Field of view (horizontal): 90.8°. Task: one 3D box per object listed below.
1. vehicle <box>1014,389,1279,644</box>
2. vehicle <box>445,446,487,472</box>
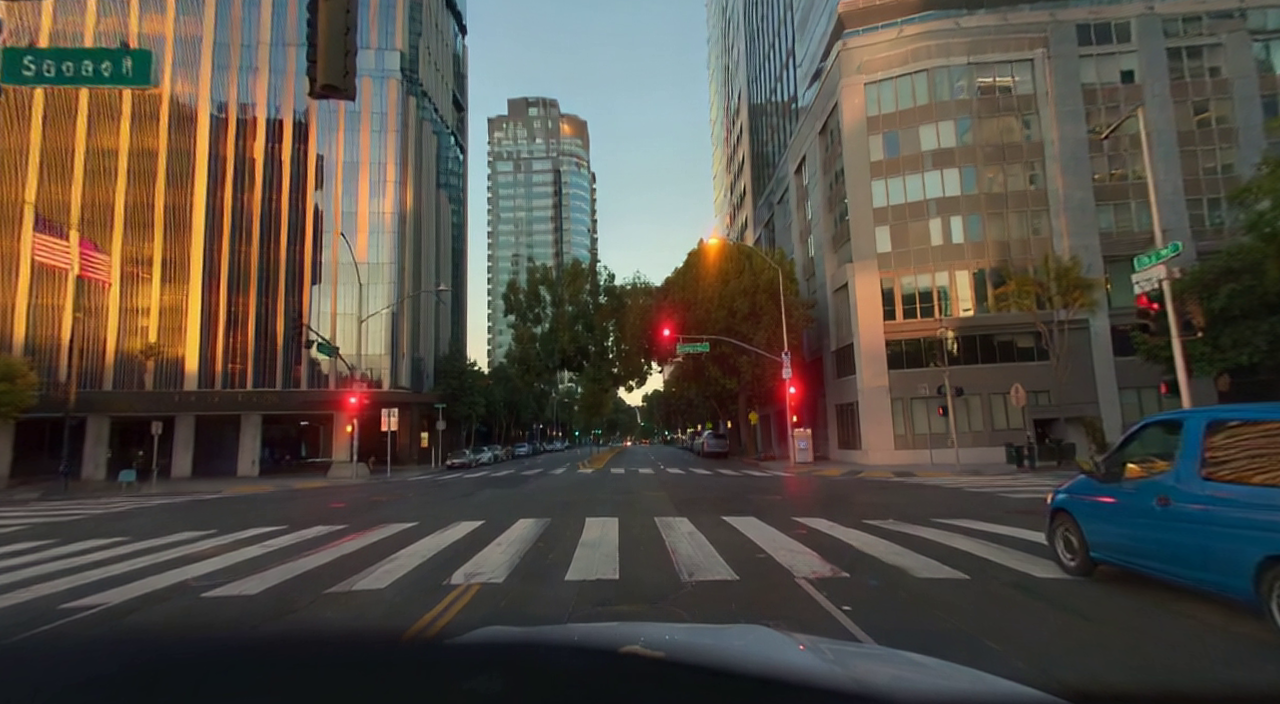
[{"bbox_3d":[5.598,1.252,5.051,2.070,1.804,4.881,0,-8,-2],"label":"vehicle"},{"bbox_3d":[-12.452,7.629,45.374,1.935,1.639,4.244,-3,-8,-2],"label":"vehicle"}]
